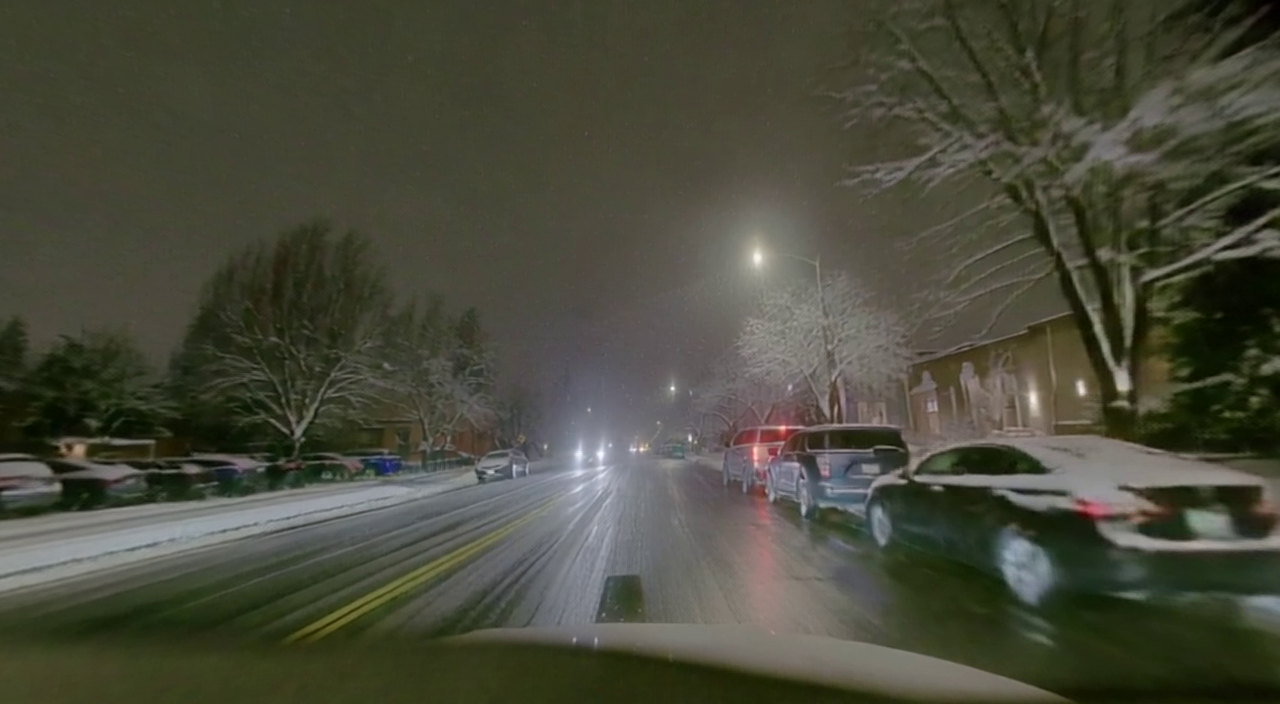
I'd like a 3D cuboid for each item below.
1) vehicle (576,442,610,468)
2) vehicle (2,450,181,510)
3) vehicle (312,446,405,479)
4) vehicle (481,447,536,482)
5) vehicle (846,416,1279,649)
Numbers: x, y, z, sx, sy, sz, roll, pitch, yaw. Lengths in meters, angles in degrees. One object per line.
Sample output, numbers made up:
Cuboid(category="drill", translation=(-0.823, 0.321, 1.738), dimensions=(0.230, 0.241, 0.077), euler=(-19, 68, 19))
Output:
Cuboid(category="vehicle", translation=(-3.342, 7.423, 45.698), dimensions=(2.088, 1.772, 4.375), euler=(-1, -8, 1))
Cuboid(category="vehicle", translation=(-15.524, 3.561, 17.916), dimensions=(4.179, 1.489, 1.901), euler=(-3, -9, 20))
Cuboid(category="vehicle", translation=(-15.248, 5.948, 34.208), dimensions=(4.696, 1.681, 1.905), euler=(-4, -9, 25))
Cuboid(category="vehicle", translation=(-6.750, 5.798, 32.892), dimensions=(1.928, 1.537, 4.439), euler=(-4, -8, -1))
Cuboid(category="vehicle", translation=(4.157, 1.599, 6.926), dimensions=(1.952, 1.538, 5.215), euler=(0, -8, -1))
